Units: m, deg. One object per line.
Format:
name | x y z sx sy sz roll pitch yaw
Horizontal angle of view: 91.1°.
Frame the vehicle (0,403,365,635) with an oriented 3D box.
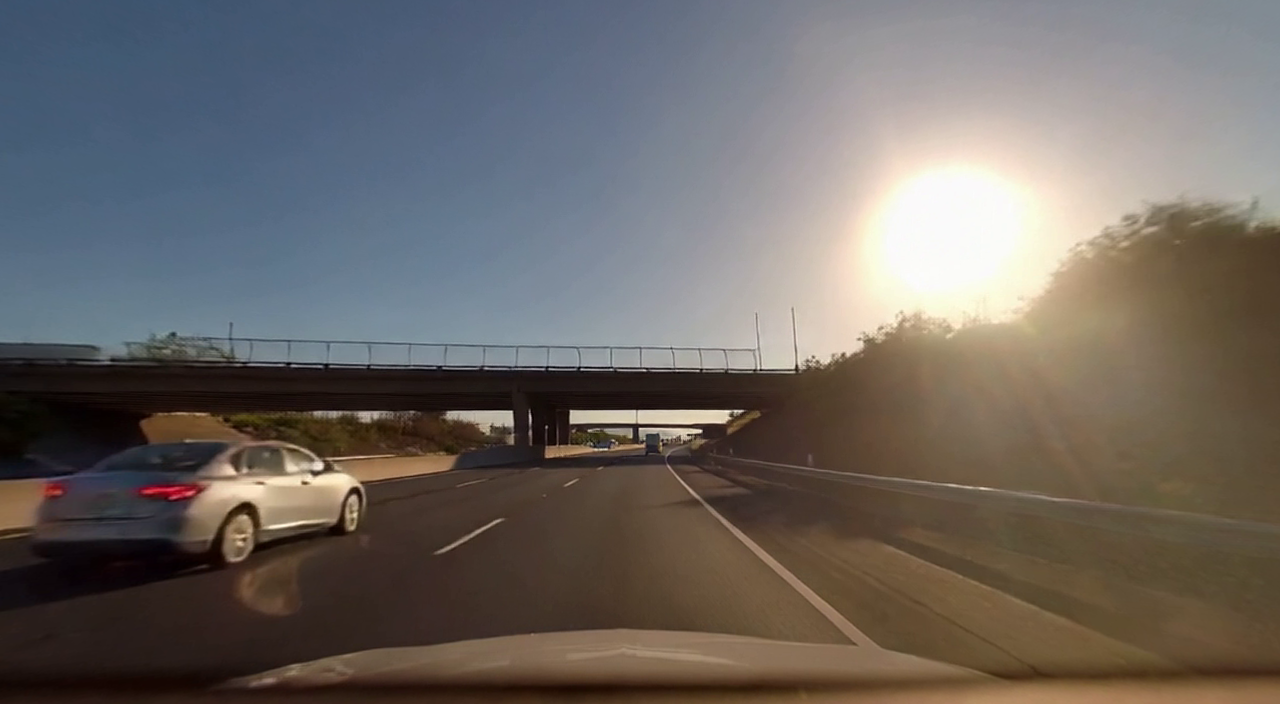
vehicle | -4.873 1.474 6.520 1.961 1.540 4.487 0 -9 1
